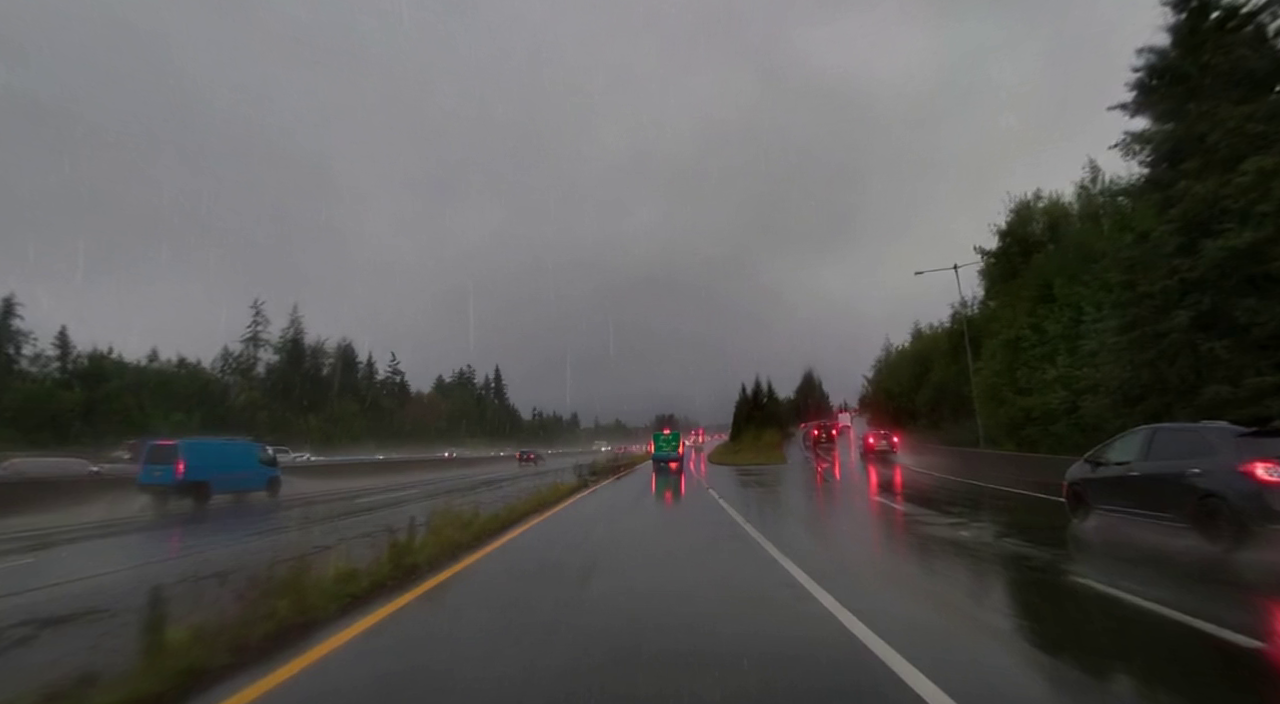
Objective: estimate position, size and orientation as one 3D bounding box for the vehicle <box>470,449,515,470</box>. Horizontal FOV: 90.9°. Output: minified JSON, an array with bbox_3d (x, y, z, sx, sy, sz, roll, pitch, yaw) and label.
[{"bbox_3d":[-11.428,8.345,49.242,2.081,1.539,4.573,-1,-8,5],"label":"vehicle"}]

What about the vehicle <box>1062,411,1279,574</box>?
[{"bbox_3d":[7.818,1.662,8.051,2.098,1.654,4.637,-2,-8,8],"label":"vehicle"}]

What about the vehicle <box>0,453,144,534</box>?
[{"bbox_3d":[-13.881,3.035,13.857,2.747,1.505,3.932,0,-8,0],"label":"vehicle"}]

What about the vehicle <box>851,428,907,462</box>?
[{"bbox_3d":[13.715,5.355,36.494,2.167,1.798,4.838,-2,-8,11],"label":"vehicle"}]

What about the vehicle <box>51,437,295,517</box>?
[{"bbox_3d":[-13.469,3.605,19.031,2.298,1.964,6.364,-1,-8,3],"label":"vehicle"}]

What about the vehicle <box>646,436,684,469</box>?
[{"bbox_3d":[1.445,5.848,36.927,2.043,1.821,4.558,-1,-8,2],"label":"vehicle"}]
